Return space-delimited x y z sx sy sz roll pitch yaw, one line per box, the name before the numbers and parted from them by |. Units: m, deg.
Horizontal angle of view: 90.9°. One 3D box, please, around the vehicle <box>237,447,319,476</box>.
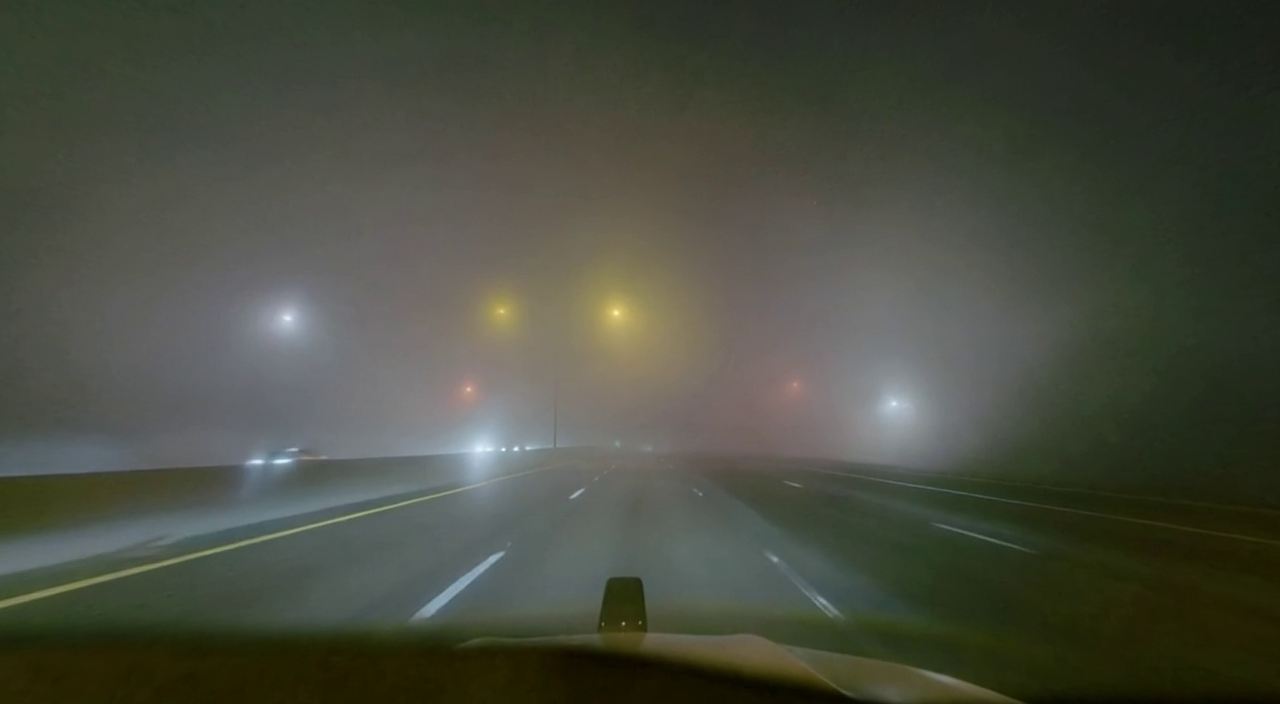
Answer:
vehicle | -18.612 5.621 32.631 1.915 1.403 3.739 0 -8 1
